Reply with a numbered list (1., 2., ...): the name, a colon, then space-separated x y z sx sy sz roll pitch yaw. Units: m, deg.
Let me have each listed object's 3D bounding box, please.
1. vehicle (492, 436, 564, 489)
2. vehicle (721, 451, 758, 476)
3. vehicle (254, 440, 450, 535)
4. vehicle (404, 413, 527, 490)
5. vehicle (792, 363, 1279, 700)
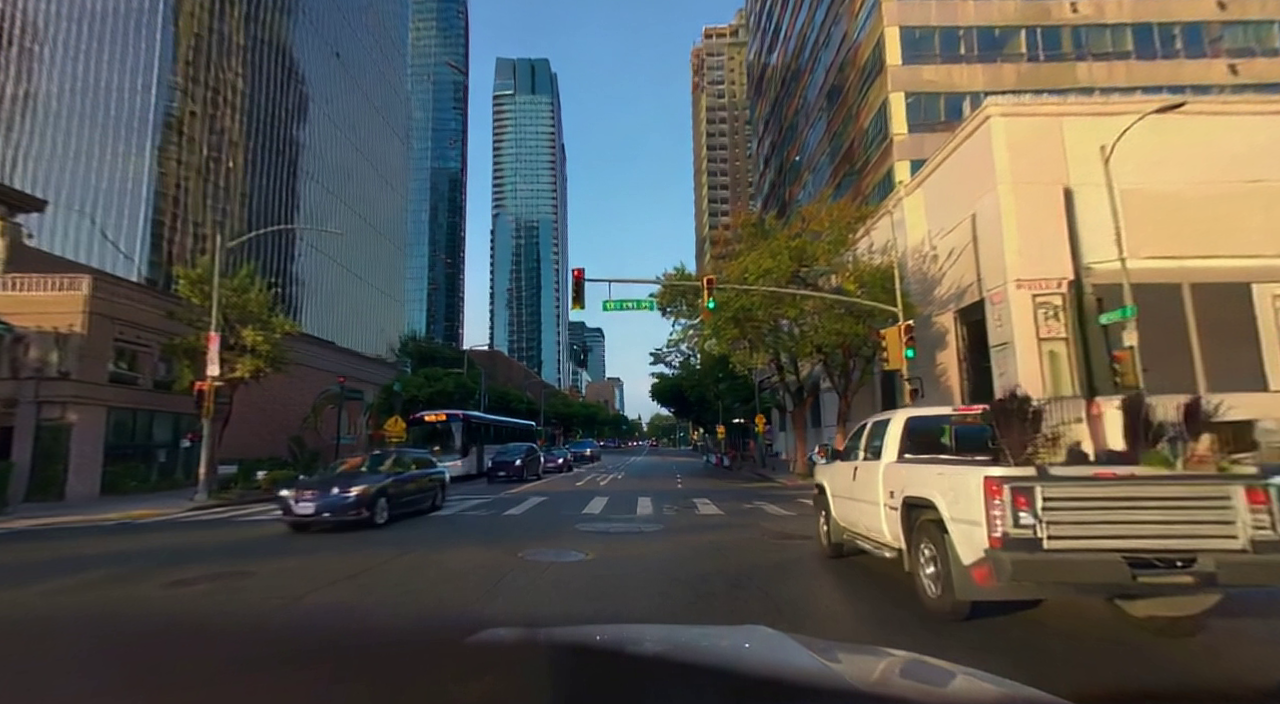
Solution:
1. vehicle: -5.061 5.058 29.275 2.304 2.208 5.200 0 -8 1
2. vehicle: 7.104 7.999 45.497 1.962 1.617 4.325 0 -8 0
3. vehicle: -5.603 2.645 12.976 1.997 1.610 4.144 0 -8 1
4. vehicle: -8.664 5.171 33.190 3.318 3.359 10.406 0 -8 1
5. vehicle: 3.279 1.379 6.261 2.118 1.848 5.426 0 -8 -1
